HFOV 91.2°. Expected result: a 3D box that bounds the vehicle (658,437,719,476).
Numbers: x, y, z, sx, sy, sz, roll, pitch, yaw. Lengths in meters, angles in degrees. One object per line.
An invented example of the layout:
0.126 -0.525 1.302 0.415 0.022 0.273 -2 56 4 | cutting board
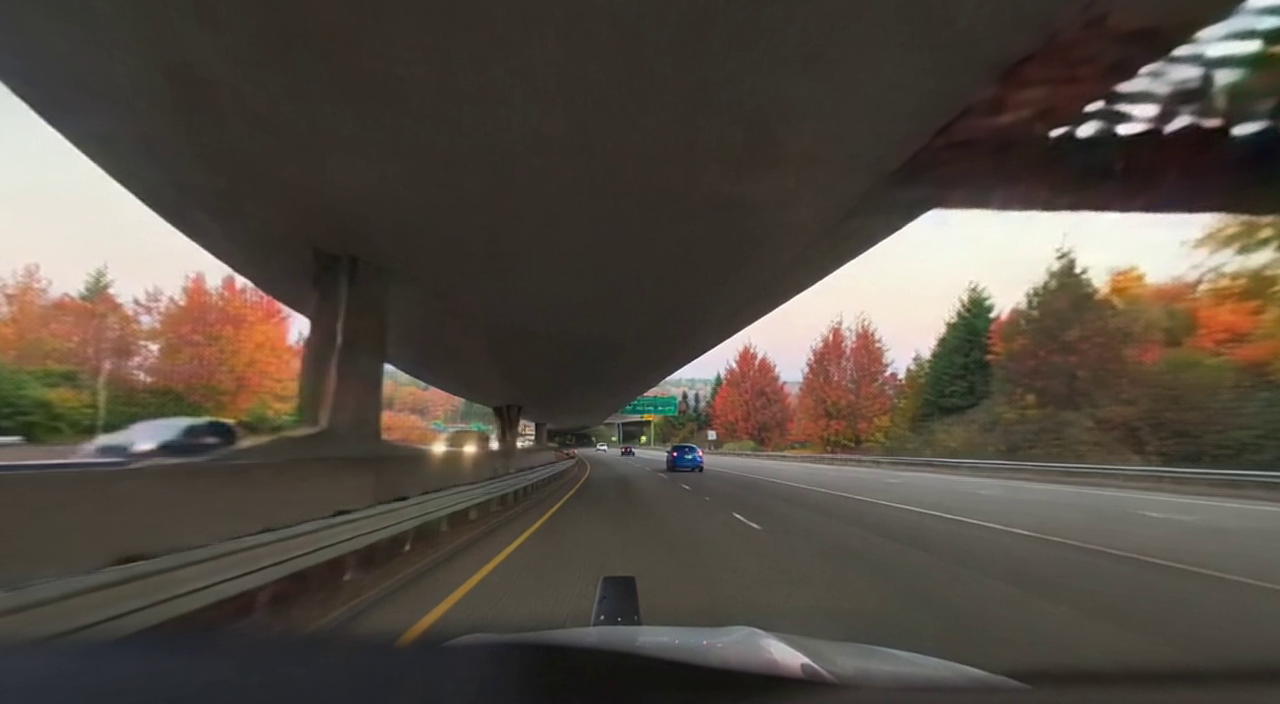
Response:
2.148 4.814 28.930 2.337 1.633 4.222 0 -9 -2 | vehicle

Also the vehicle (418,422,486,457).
-9.300 4.432 31.442 2.065 1.627 4.696 0 -9 -2 | vehicle

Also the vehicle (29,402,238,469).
-13.295 2.302 16.925 1.983 1.522 4.458 0 -9 -1 | vehicle
